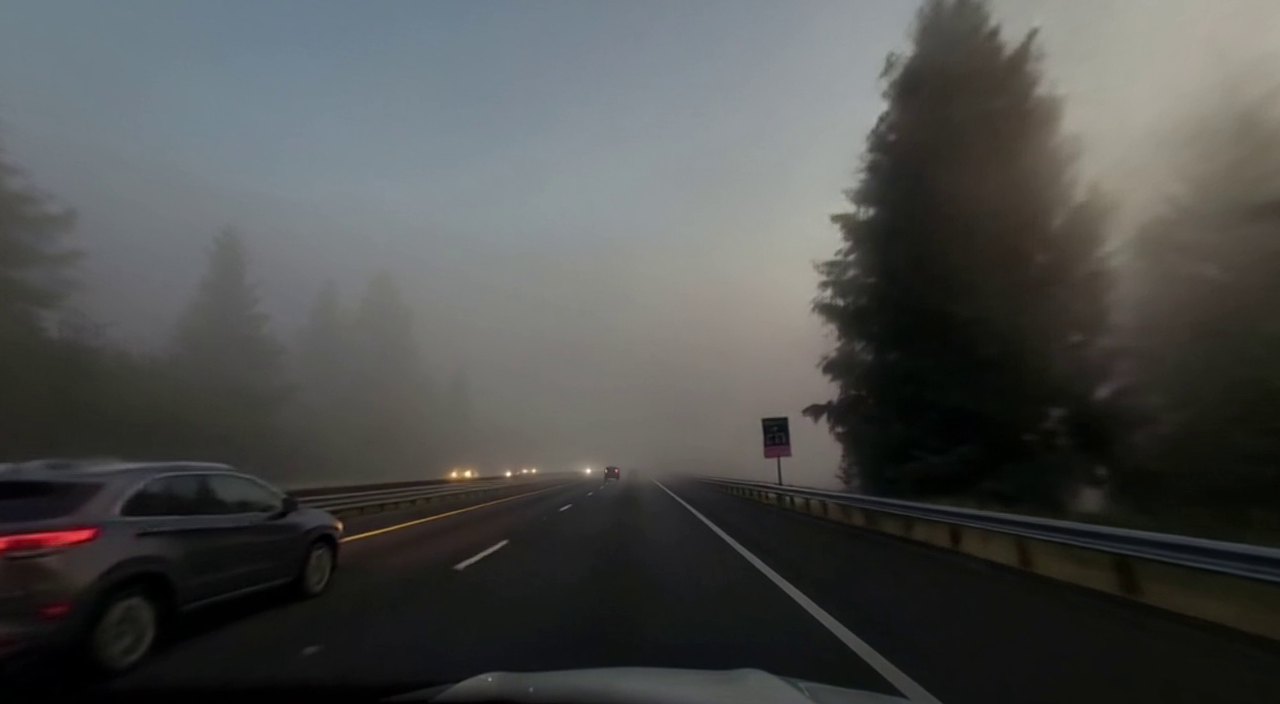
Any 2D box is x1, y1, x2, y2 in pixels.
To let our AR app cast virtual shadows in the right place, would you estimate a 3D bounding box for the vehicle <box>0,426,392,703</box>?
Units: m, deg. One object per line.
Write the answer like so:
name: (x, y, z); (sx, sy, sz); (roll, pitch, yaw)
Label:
vehicle: (-3.829, 1.335, 4.336); (2.146, 1.441, 5.020); (1, -11, 0)
